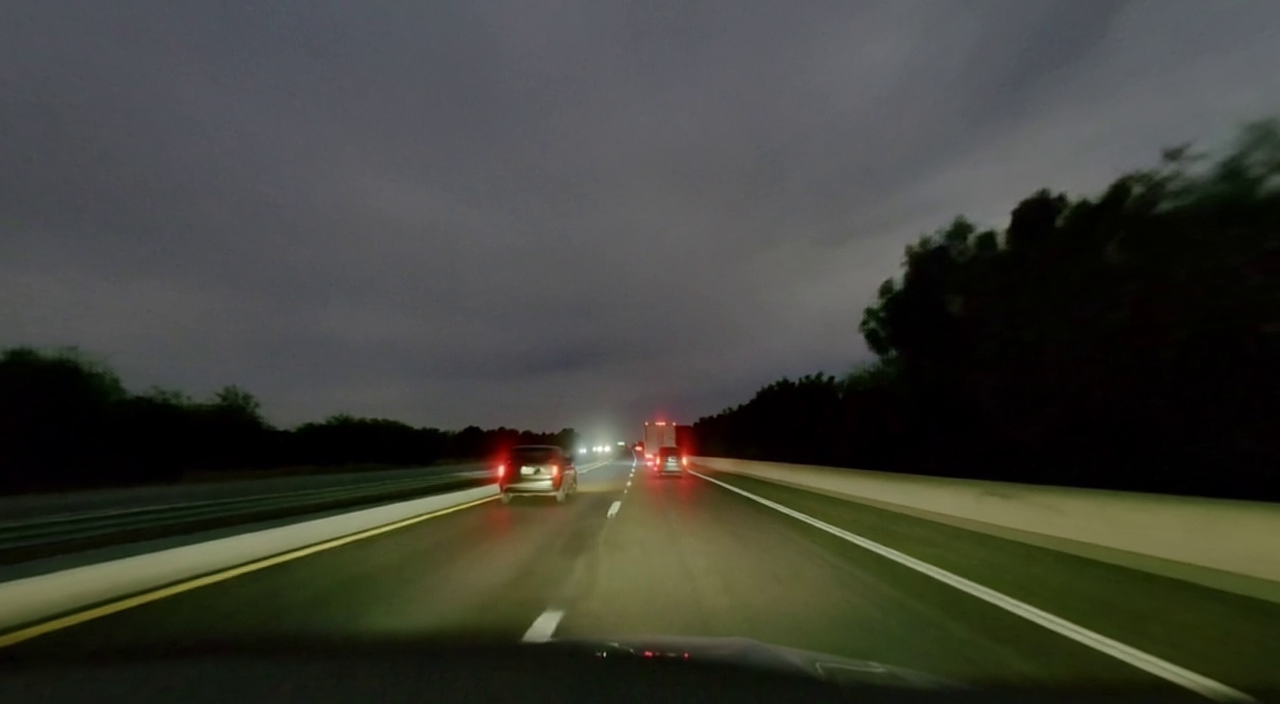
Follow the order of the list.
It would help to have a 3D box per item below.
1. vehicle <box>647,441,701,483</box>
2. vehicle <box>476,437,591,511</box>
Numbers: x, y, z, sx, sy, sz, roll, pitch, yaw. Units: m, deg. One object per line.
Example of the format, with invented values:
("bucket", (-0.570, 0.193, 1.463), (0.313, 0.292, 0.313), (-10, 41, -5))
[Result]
("vehicle", (1.453, 4.970, 28.501), (2.230, 1.715, 4.243), (0, -9, 0))
("vehicle", (-2.589, 3.123, 16.514), (2.181, 1.653, 4.691), (0, -9, 0))
